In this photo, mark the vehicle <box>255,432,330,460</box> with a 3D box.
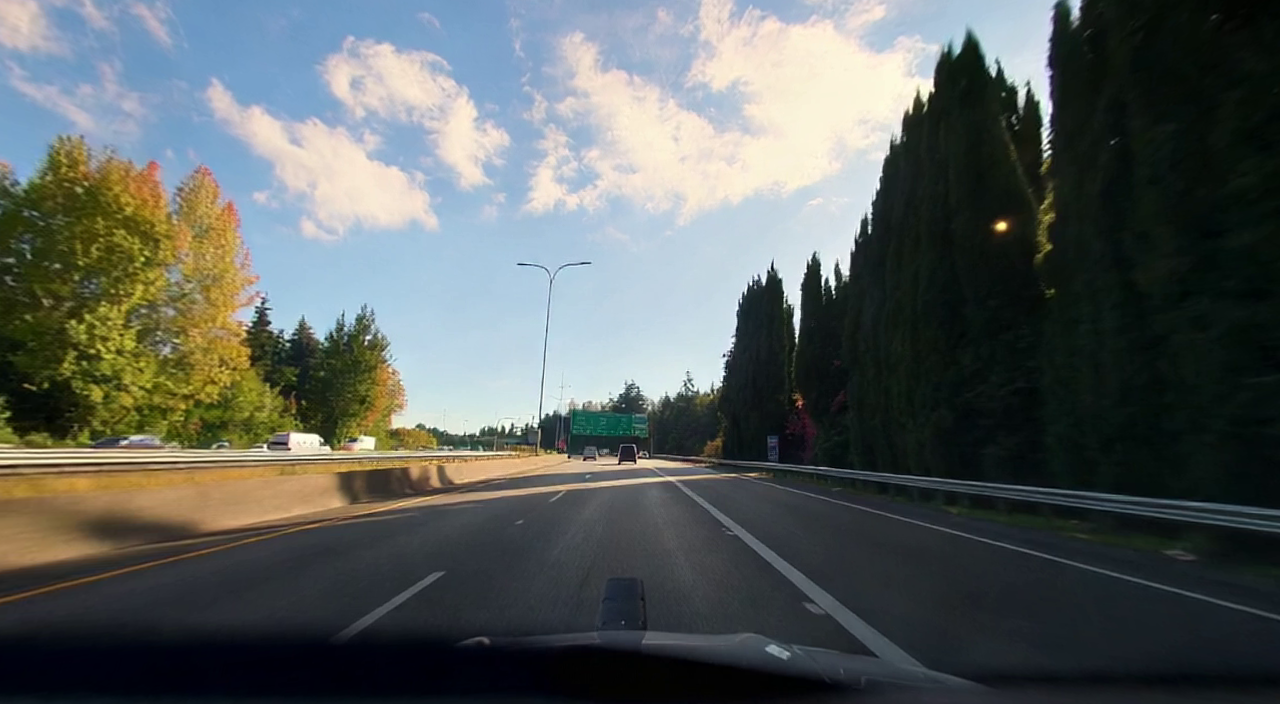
[{"bbox_3d":[-19.432,5.286,35.478,1.901,1.465,4.173,0,-9,-1],"label":"vehicle"}]
